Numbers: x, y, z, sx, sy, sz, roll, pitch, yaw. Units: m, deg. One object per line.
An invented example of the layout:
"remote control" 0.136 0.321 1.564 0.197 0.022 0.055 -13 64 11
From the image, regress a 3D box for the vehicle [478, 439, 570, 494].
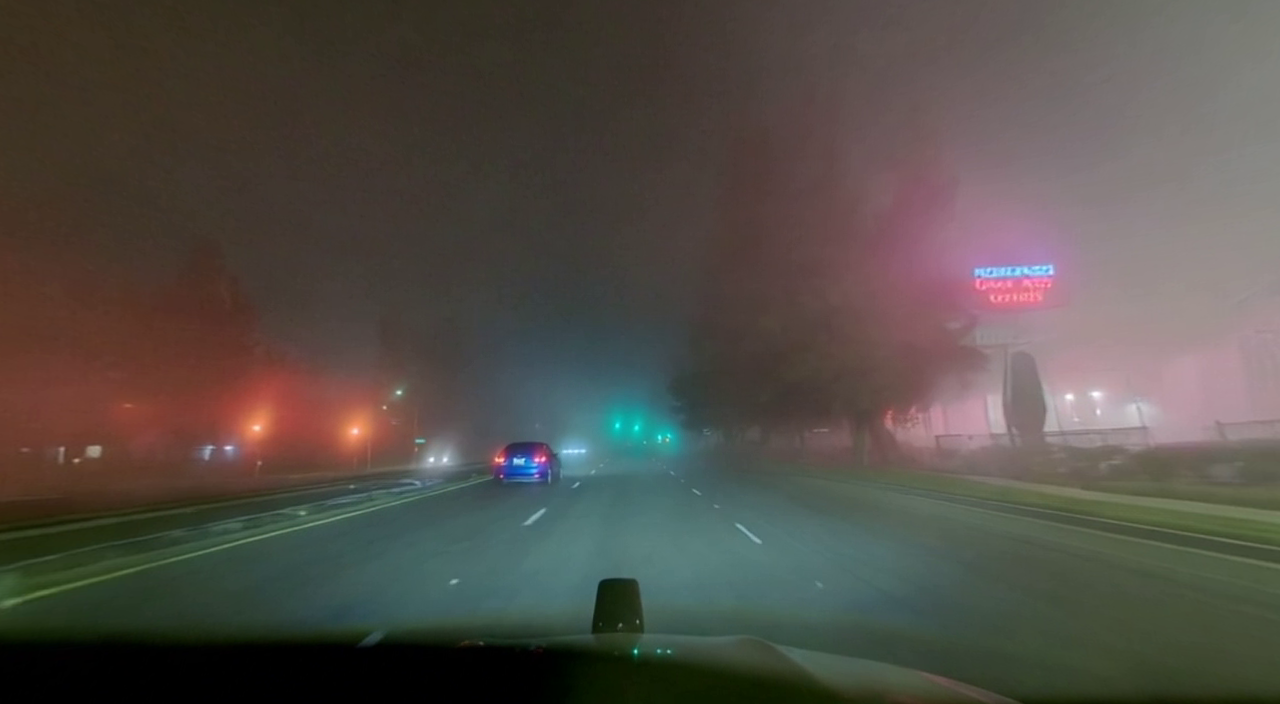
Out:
"vehicle" -3.401 3.422 19.384 2.005 1.477 4.169 0 -8 0
